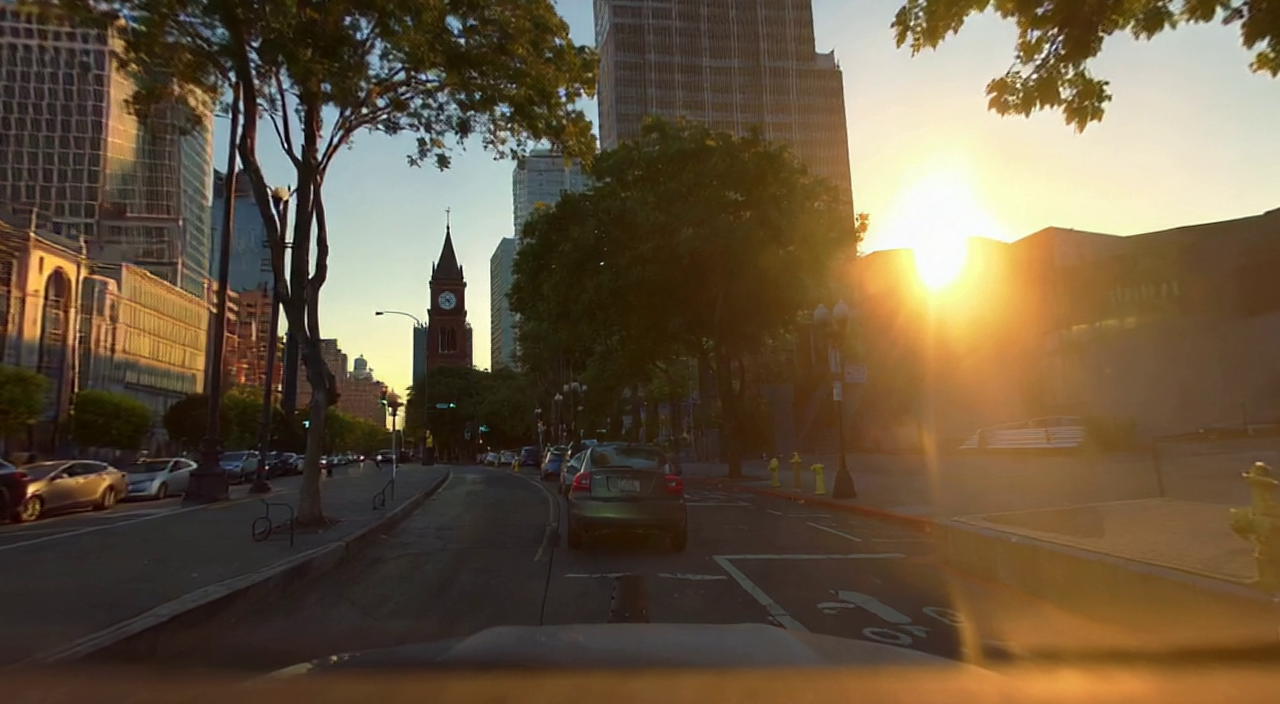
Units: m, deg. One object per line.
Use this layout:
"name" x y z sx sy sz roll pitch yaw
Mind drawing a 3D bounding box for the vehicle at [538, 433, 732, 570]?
"vehicle" -0.234 1.943 9.024 2.142 1.475 4.051 1 -8 -5
